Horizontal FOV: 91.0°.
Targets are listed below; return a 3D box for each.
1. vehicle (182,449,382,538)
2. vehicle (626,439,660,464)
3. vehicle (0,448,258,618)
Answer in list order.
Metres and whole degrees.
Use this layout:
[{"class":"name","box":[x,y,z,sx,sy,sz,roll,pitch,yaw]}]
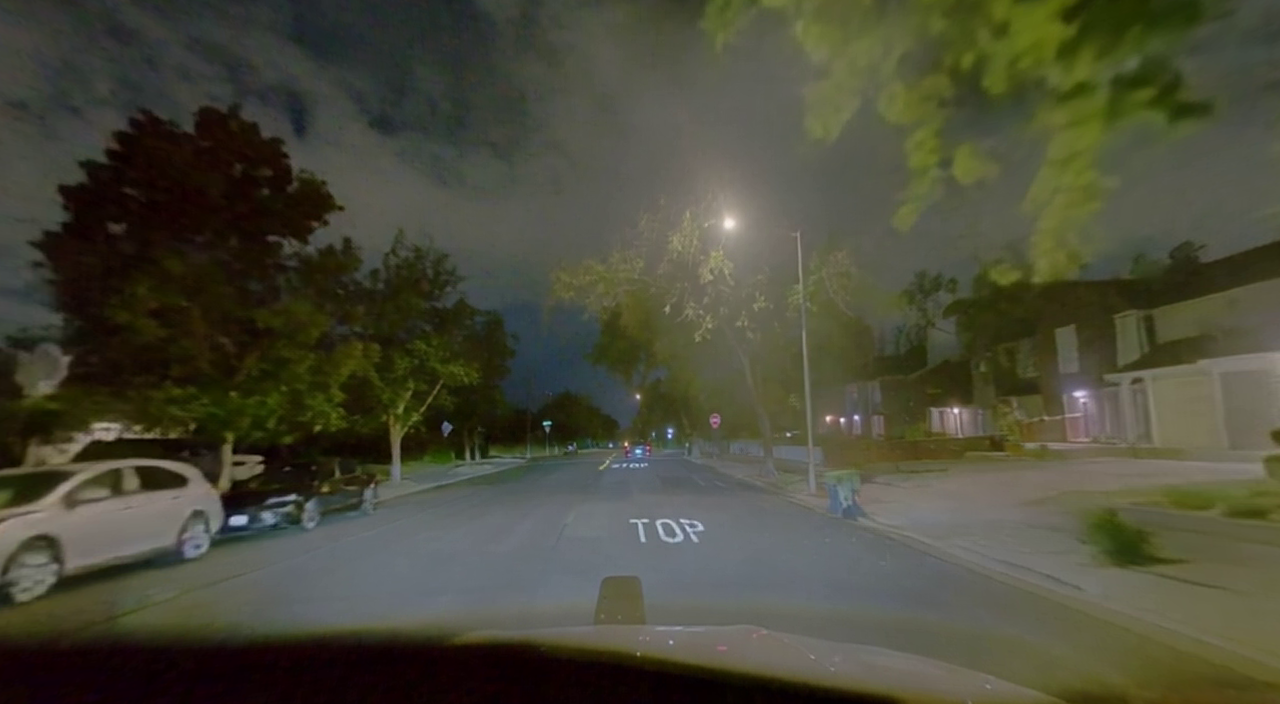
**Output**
[{"class":"vehicle","box":[-6.971,2.736,12.826,1.789,1.481,3.957,0,-8,-1]},{"class":"vehicle","box":[0.206,6.369,40.441,2.043,1.484,4.340,0,-8,0]},{"class":"vehicle","box":[-6.968,1.945,7.589,1.972,1.543,4.622,0,-8,-2]}]
